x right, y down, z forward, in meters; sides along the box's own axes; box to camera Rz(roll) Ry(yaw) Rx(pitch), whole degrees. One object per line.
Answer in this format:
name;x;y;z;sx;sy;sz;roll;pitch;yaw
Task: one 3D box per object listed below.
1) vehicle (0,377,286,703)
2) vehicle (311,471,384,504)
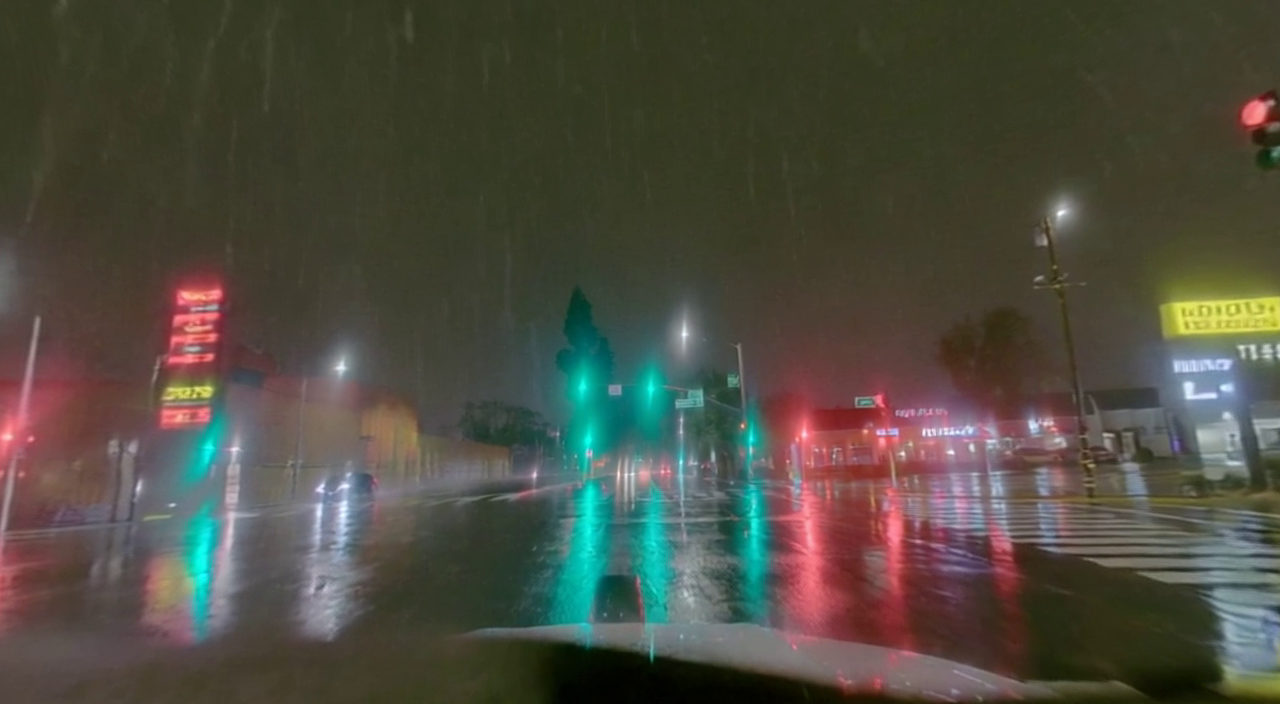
vehicle;-3.327;0.827;1.605;2.081;1.644;4.523;0;-9;2
vehicle;-15.871;7.346;34.378;1.931;1.471;4.152;0;-9;1
